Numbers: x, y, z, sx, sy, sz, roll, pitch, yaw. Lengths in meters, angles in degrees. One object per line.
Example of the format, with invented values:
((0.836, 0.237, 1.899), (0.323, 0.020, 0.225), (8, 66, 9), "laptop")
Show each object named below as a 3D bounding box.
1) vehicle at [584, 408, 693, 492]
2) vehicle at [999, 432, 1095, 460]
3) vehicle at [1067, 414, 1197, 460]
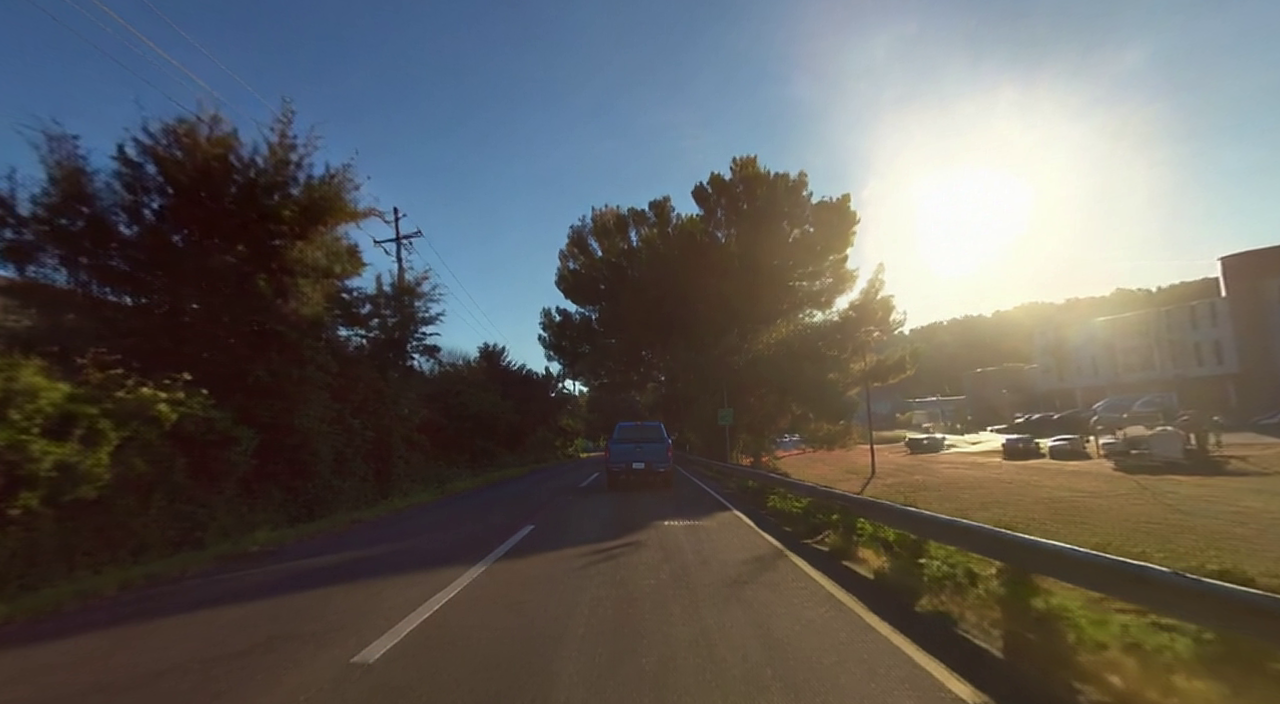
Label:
((-0.099, 3.294, 21.455), (3.021, 2.326, 7.410), (0, -9, -1), "vehicle")
((31.415, 7.309, 49.111), (2.323, 2.002, 6.310), (2, -9, -13), "vehicle")
((33.664, 5.874, 43.506), (2.581, 2.932, 6.340), (4, -9, -27), "vehicle")
